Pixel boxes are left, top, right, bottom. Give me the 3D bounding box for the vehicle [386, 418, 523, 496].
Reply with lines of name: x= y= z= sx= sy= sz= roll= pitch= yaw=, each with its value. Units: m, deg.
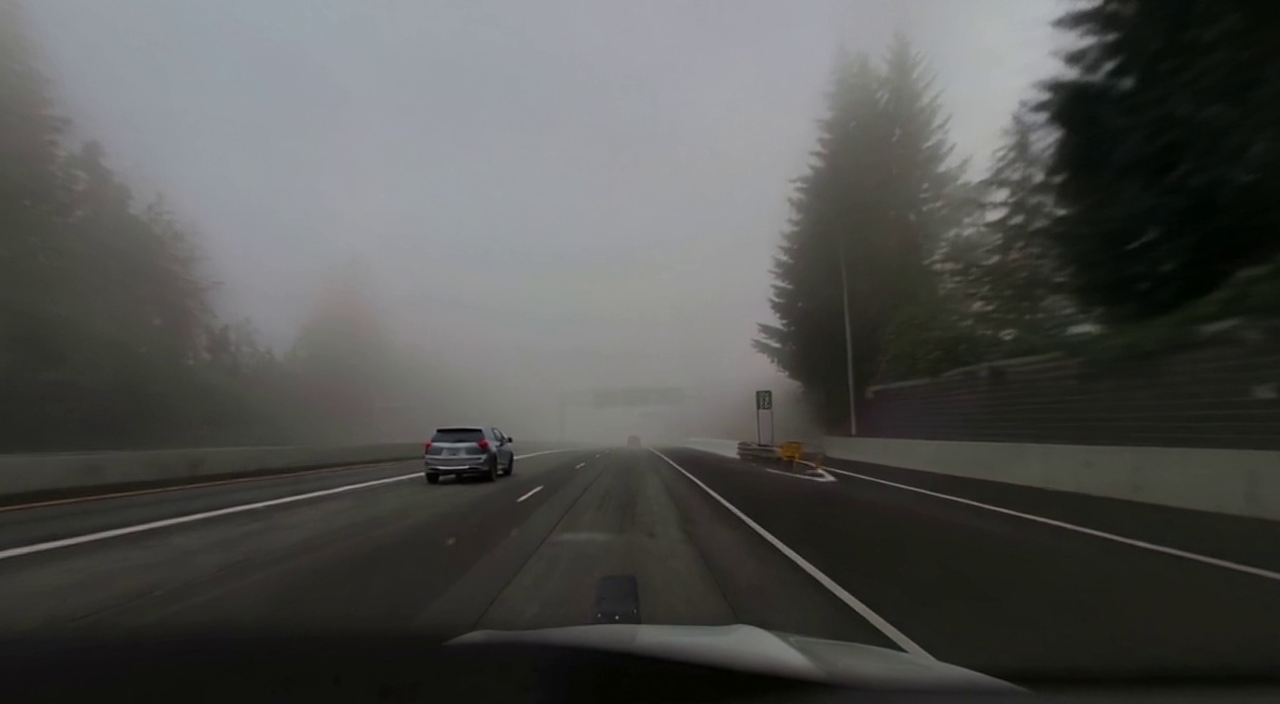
vehicle: x=-4.350 y=2.507 z=15.607 sx=2.129 sy=1.641 sz=4.263 roll=0 pitch=-7 yaw=-1
